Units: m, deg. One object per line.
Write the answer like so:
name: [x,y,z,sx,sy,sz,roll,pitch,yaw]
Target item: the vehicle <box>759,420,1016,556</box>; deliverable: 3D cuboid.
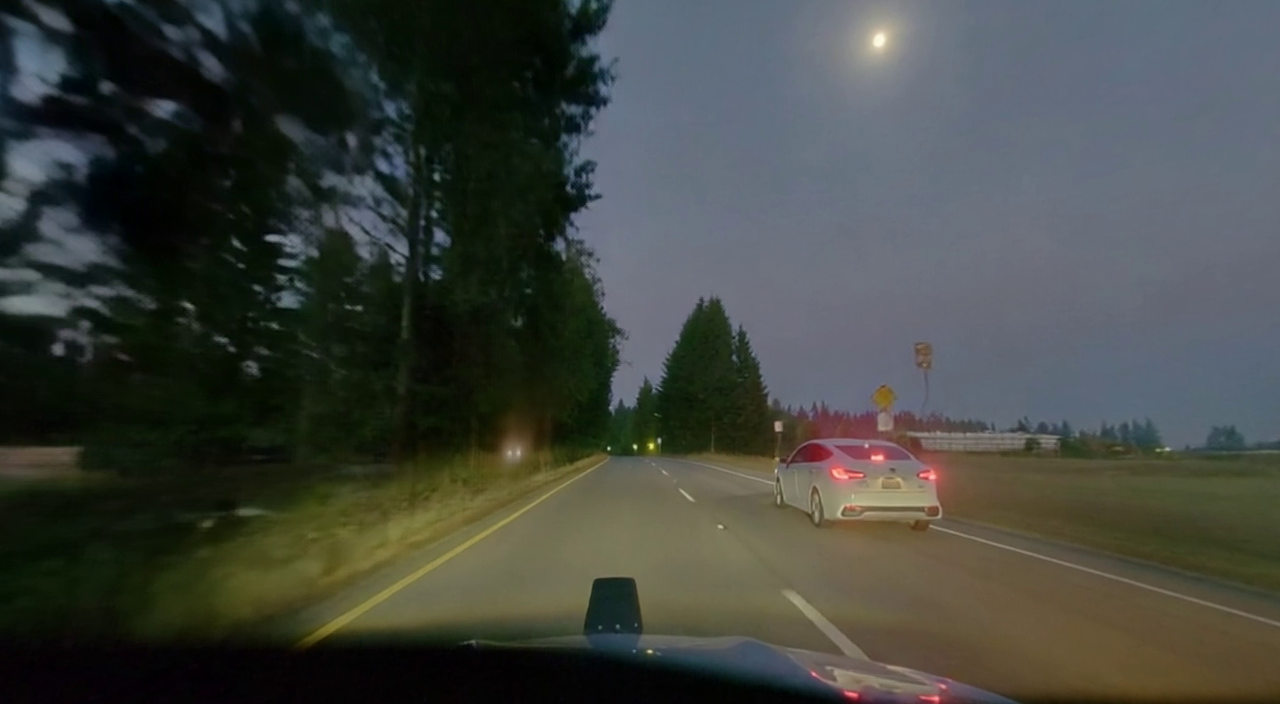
vehicle: [3.373,1.958,9.840,2.060,1.584,4.592,0,-9,-1]
